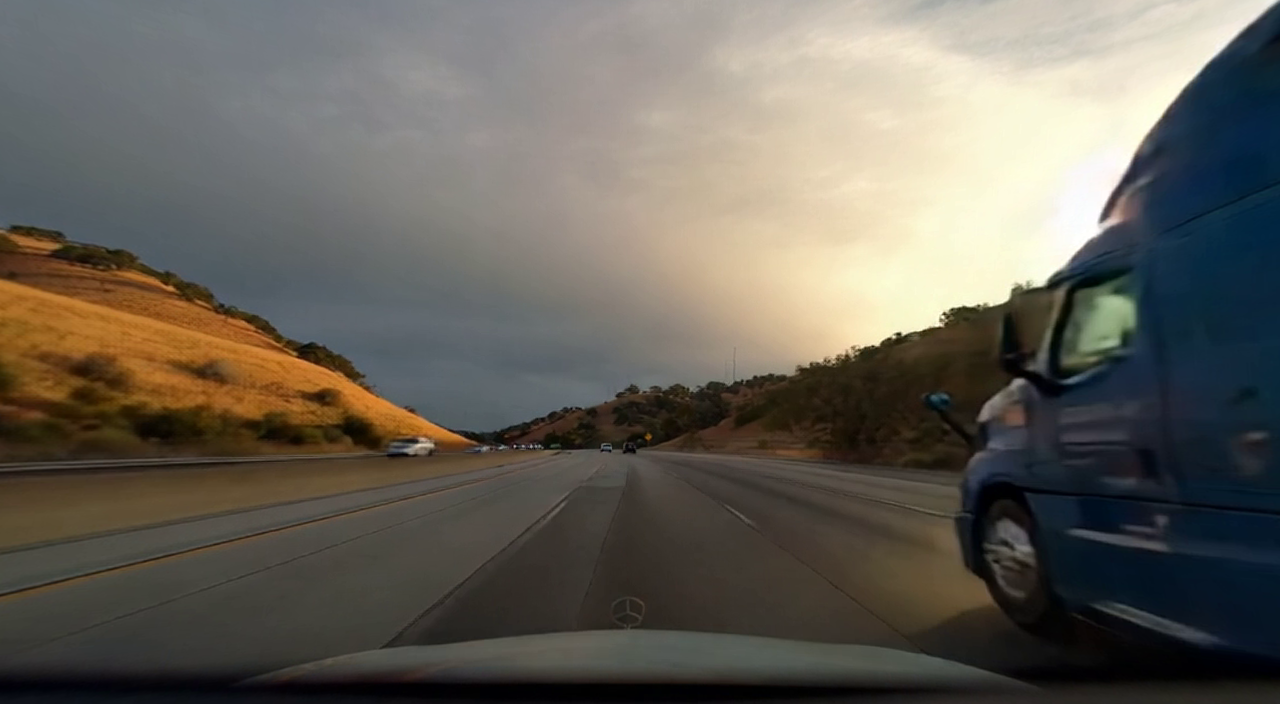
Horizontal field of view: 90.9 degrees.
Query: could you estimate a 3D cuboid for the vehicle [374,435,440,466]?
[{"bbox_3d":[-15.277,6.475,41.745,2.249,1.861,5.837,0,-8,-1],"label":"vehicle"}]
